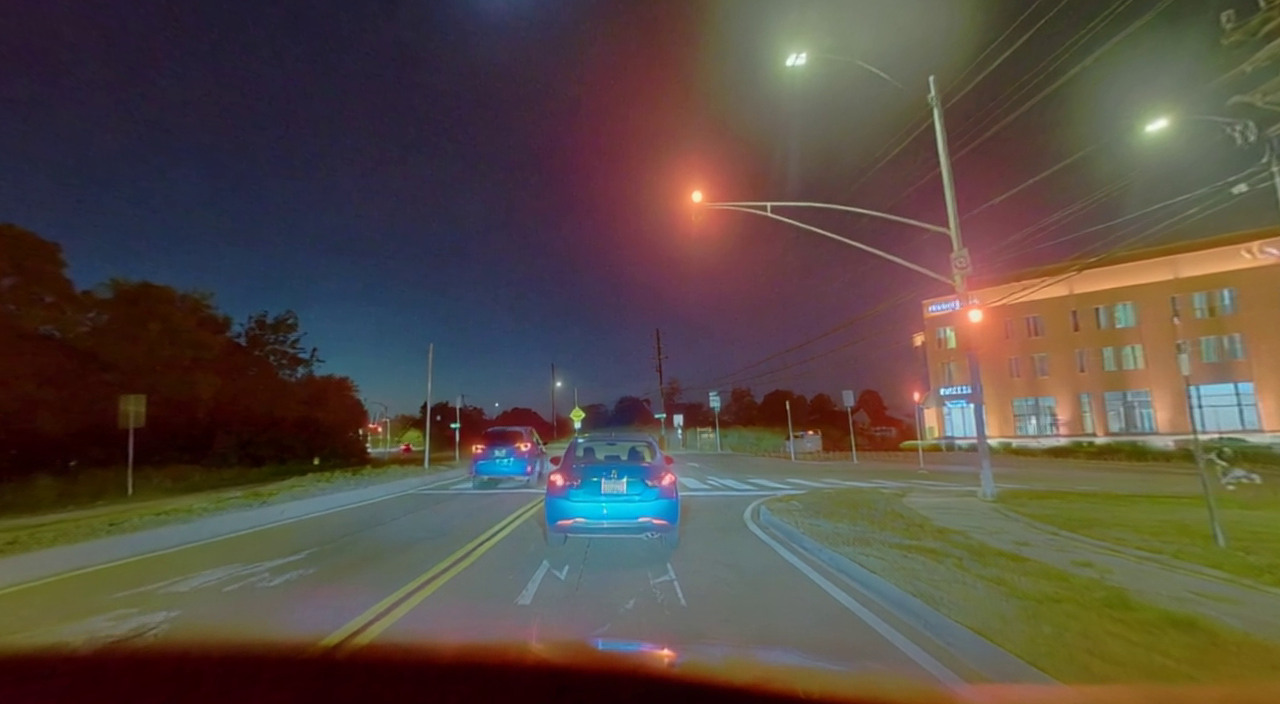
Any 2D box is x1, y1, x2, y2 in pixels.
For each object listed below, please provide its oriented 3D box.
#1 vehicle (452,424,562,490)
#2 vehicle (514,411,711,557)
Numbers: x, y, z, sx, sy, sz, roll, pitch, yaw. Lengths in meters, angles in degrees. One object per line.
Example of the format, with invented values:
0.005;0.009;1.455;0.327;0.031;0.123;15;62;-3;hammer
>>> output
-3.485;2.821;17.389;2.097;1.573;4.284;0;-8;0;vehicle
-0.294;1.685;8.721;2.123;1.566;3.662;0;-8;0;vehicle
